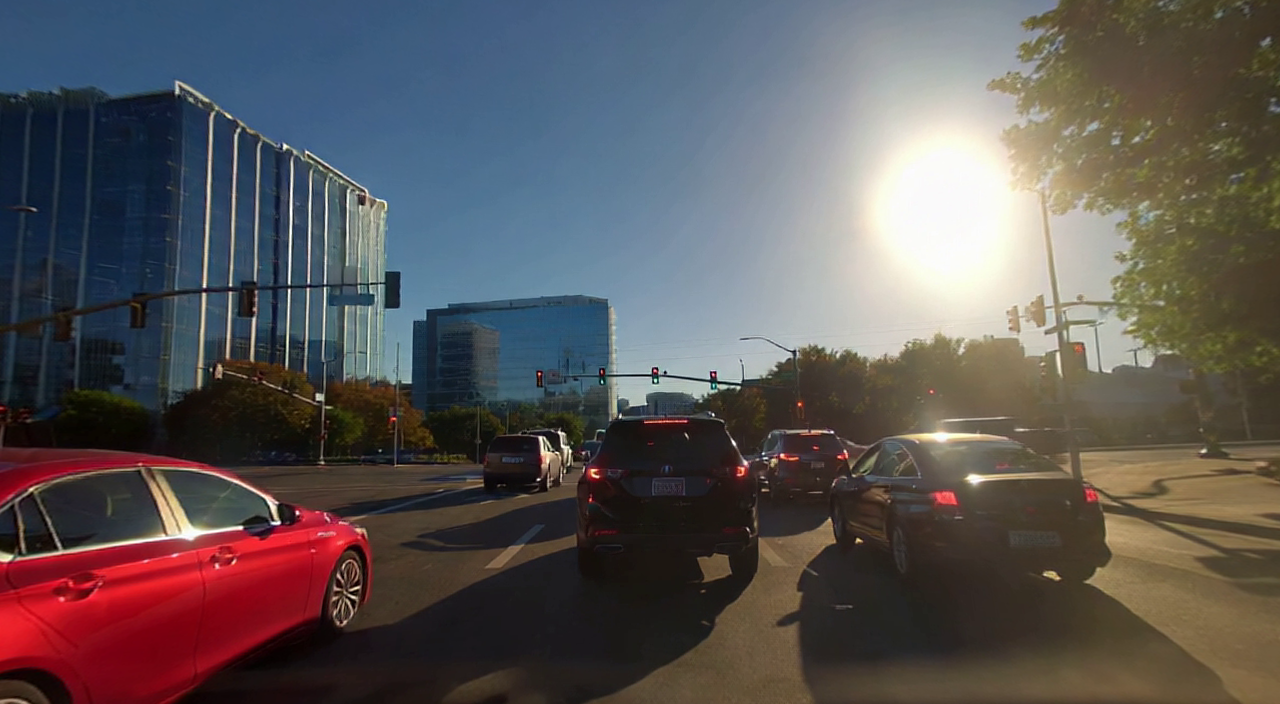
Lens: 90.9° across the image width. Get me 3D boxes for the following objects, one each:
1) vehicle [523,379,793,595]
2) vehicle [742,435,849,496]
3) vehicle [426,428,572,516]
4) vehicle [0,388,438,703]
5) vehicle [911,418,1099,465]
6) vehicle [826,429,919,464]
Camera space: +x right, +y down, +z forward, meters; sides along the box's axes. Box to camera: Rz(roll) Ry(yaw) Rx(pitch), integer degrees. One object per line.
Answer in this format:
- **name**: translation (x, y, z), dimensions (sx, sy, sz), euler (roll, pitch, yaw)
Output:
- **vehicle**: translation (0.204, 1.465, 7.644), dimensions (2.300, 1.832, 4.331), euler (0, -8, 1)
- **vehicle**: translation (4.101, 3.055, 17.339), dimensions (1.979, 1.453, 4.011), euler (0, -8, 1)
- **vehicle**: translation (-2.682, 2.390, 13.076), dimensions (1.851, 1.502, 4.042), euler (0, -8, 4)
- **vehicle**: translation (-3.219, 1.193, 4.393), dimensions (1.958, 1.494, 4.624), euler (0, -8, 2)
- **vehicle**: translation (16.490, 4.106, 29.027), dimensions (6.879, 1.984, 2.808), euler (-2, -8, 11)
- **vehicle**: translation (11.206, 4.534, 30.490), dimensions (4.026, 1.573, 2.271), euler (-3, -8, 21)
